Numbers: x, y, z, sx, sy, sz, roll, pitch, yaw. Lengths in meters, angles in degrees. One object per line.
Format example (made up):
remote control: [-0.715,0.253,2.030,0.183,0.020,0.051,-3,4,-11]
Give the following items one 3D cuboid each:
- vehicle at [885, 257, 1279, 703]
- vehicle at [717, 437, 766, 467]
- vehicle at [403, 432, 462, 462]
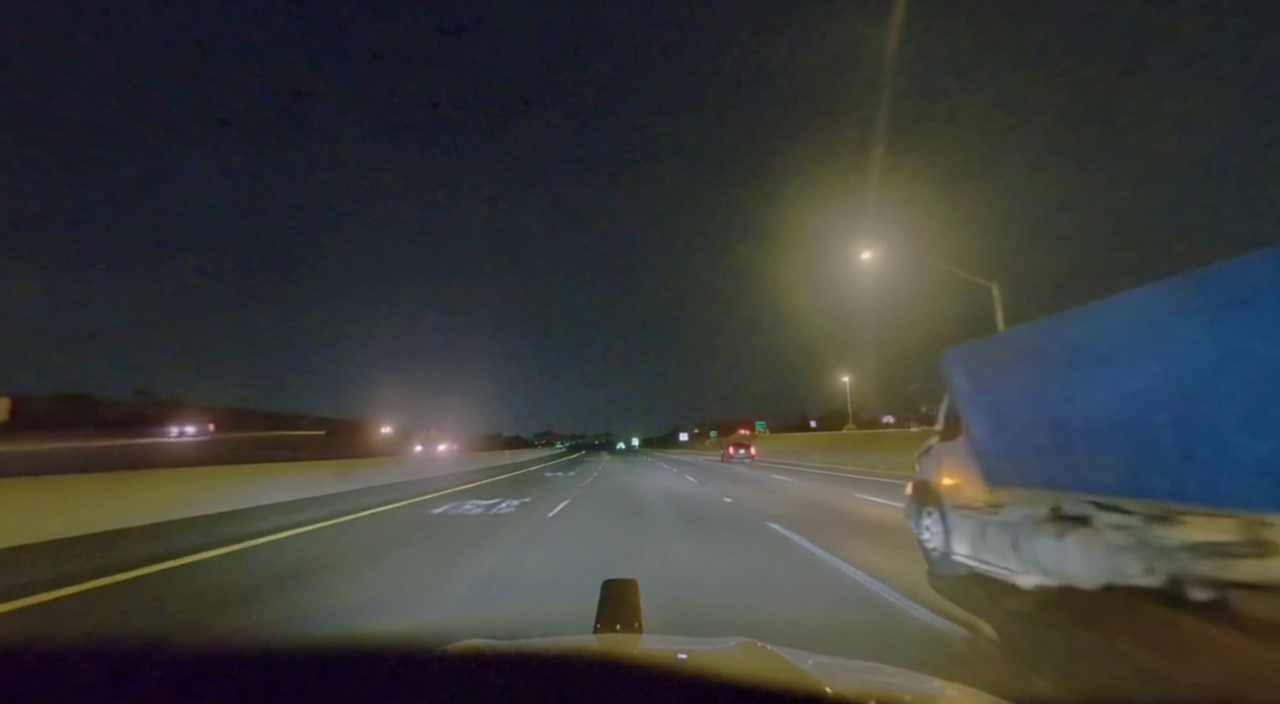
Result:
vehicle: [3.800,0.643,1.942,2.981,2.053,7.897,0,-9,0]
vehicle: [6.228,6.195,39.221,2.104,1.723,4.538,0,-9,-2]
vehicle: [-14.529,6.679,44.599,2.499,1.964,5.176,0,-9,-2]
